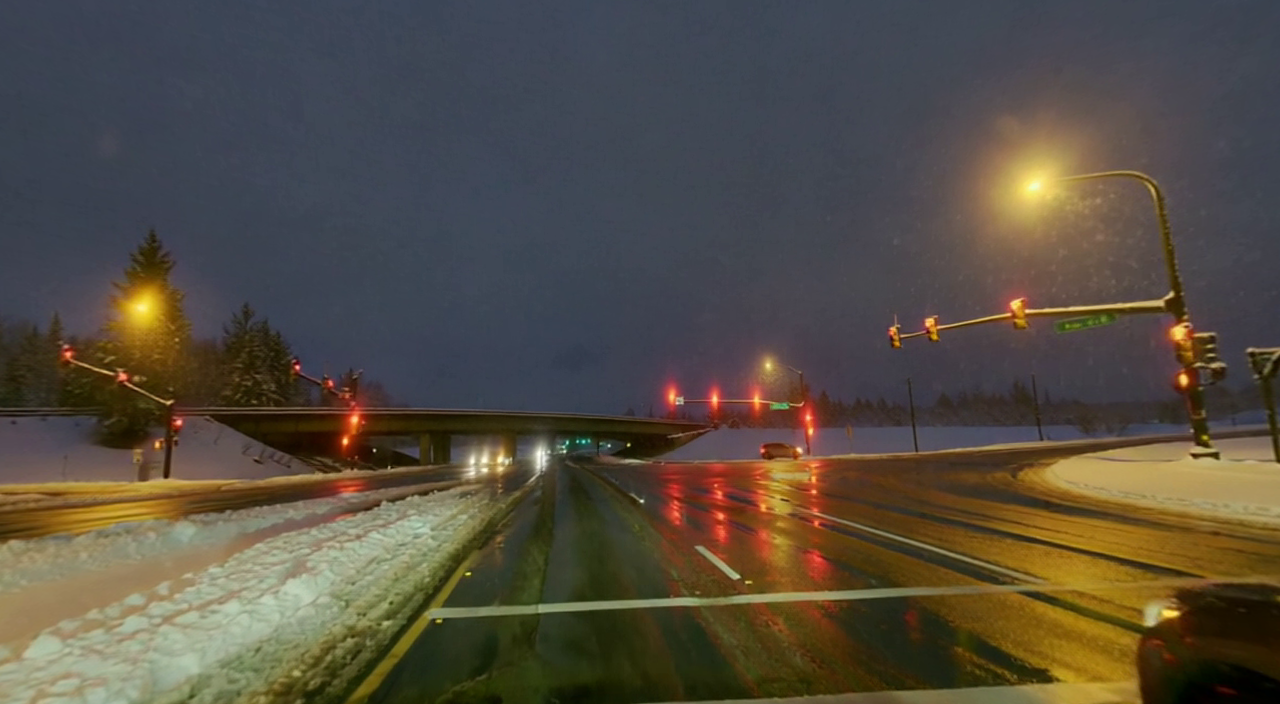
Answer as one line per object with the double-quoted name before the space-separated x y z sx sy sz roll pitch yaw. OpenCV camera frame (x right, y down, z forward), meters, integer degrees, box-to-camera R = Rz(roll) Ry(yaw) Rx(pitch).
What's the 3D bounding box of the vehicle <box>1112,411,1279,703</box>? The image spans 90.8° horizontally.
"vehicle" 2.807 0.630 0.110 1.909 1.425 4.521 0 -9 -1
